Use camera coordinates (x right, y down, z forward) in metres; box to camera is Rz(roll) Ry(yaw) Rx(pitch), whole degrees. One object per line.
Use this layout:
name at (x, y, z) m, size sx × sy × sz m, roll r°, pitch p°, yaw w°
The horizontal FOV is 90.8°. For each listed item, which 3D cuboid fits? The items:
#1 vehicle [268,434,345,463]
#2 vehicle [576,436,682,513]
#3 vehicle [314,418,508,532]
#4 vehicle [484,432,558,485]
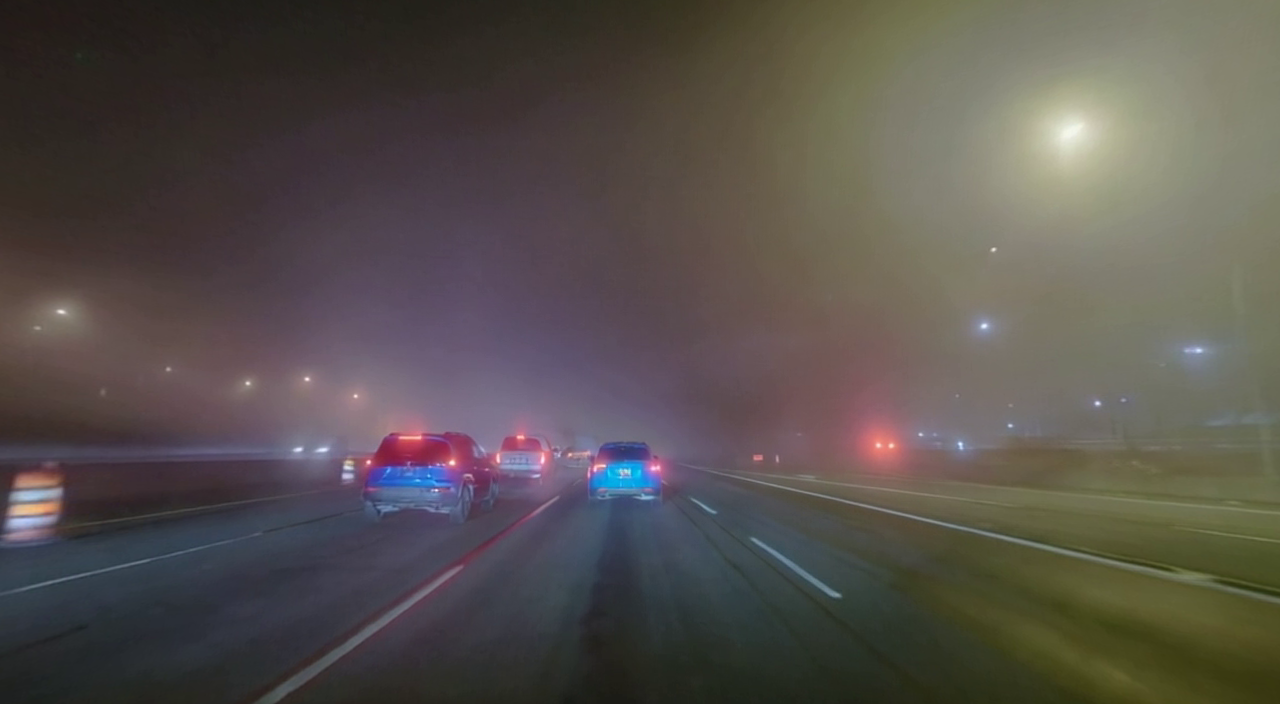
vehicle at (-18.138, 5.285, 34.596) m, size 1.857 × 1.458 × 4.406 m, roll 0°, pitch -9°, yaw -1°
vehicle at (-0.280, 2.702, 14.446) m, size 2.069 × 1.484 × 3.982 m, roll 0°, pitch -8°, yaw -2°
vehicle at (-3.904, 2.176, 11.676) m, size 2.025 × 1.708 × 4.089 m, roll 0°, pitch -8°, yaw 0°
vehicle at (-4.234, 3.854, 23.093) m, size 1.982 × 1.727 × 4.057 m, roll 0°, pitch -8°, yaw -1°
